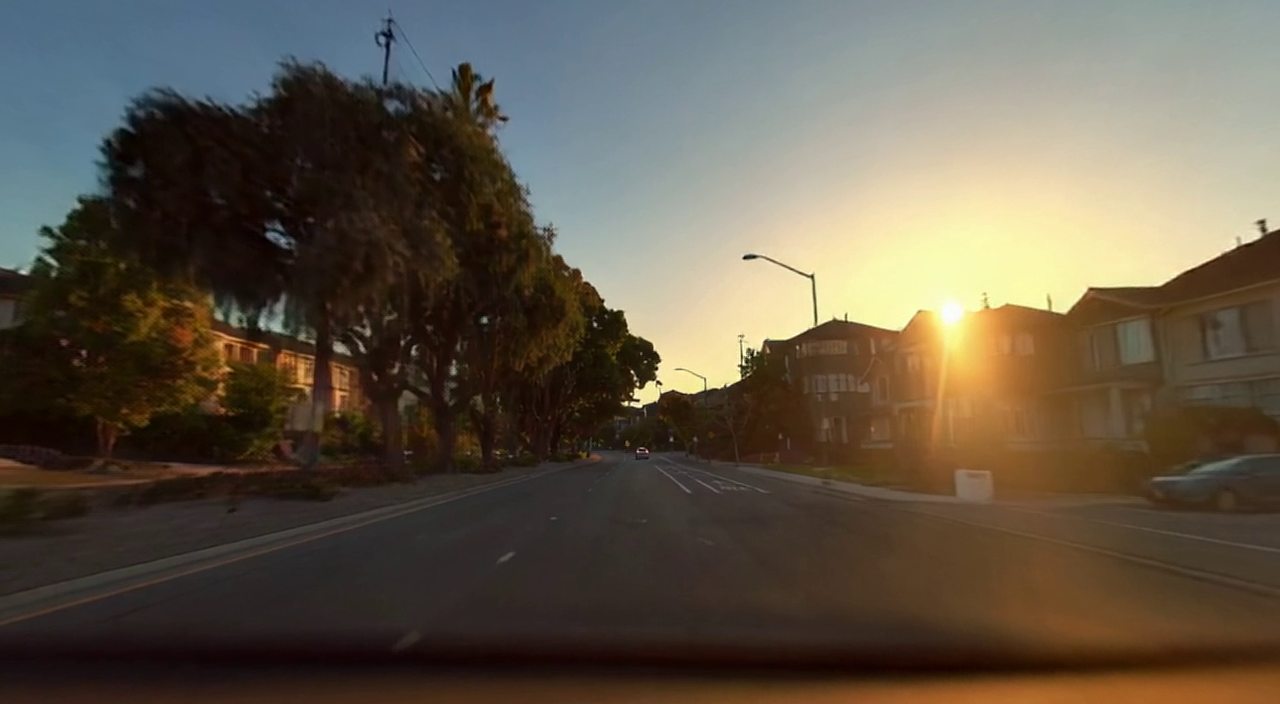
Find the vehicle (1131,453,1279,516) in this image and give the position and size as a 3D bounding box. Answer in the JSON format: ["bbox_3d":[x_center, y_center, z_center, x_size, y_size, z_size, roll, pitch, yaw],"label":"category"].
[{"bbox_3d":[16.021,3.369,16.337,4.913,1.470,2.045,0,-9,0],"label":"vehicle"}]
